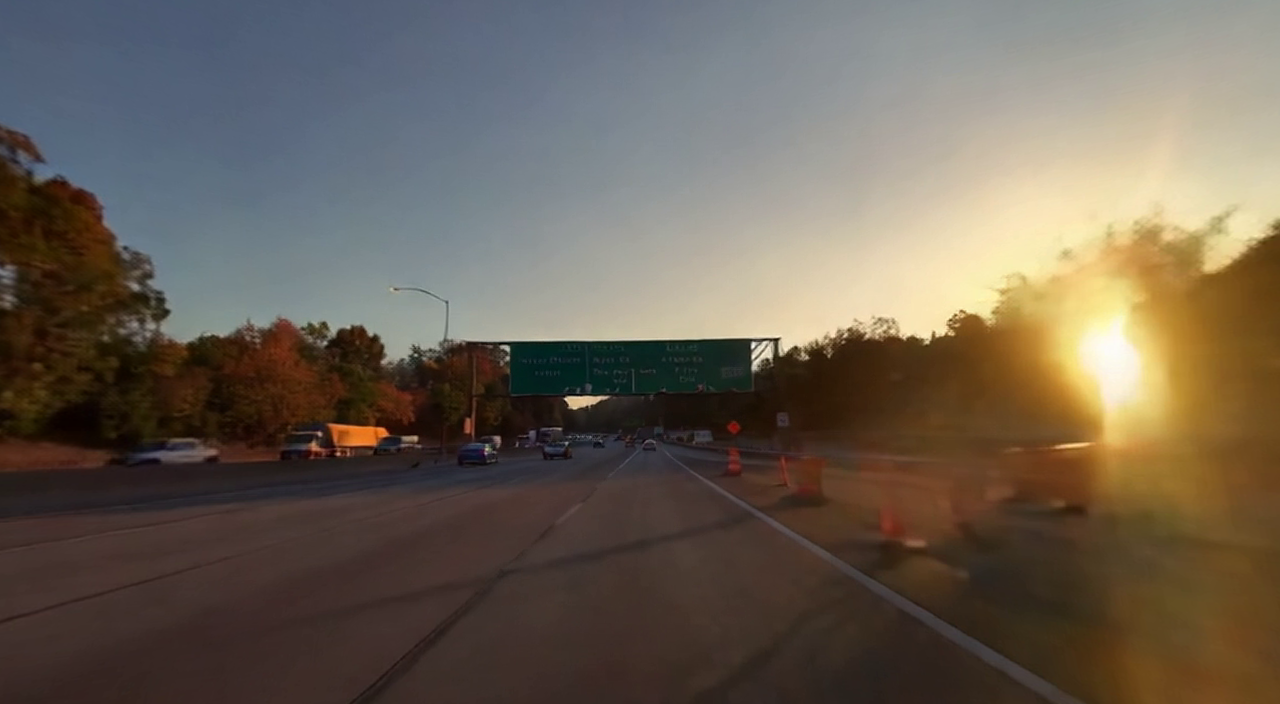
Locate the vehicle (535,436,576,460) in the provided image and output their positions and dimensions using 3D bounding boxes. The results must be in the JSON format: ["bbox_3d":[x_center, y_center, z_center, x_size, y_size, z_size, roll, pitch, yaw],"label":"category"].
[{"bbox_3d":[-6.336,7.307,47.799,2.402,1.733,4.512,0,-8,1],"label":"vehicle"}]

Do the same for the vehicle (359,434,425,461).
[{"bbox_3d":[-18.603,7.218,47.643,2.447,1.910,6.271,0,-8,1],"label":"vehicle"}]

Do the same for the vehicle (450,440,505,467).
[{"bbox_3d":[-9.712,6.111,38.044,2.122,1.511,4.576,0,-8,0],"label":"vehicle"}]

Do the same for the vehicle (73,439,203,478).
[{"bbox_3d":[-22.442,4.774,28.435,2.186,1.619,4.359,0,-9,1],"label":"vehicle"}]
